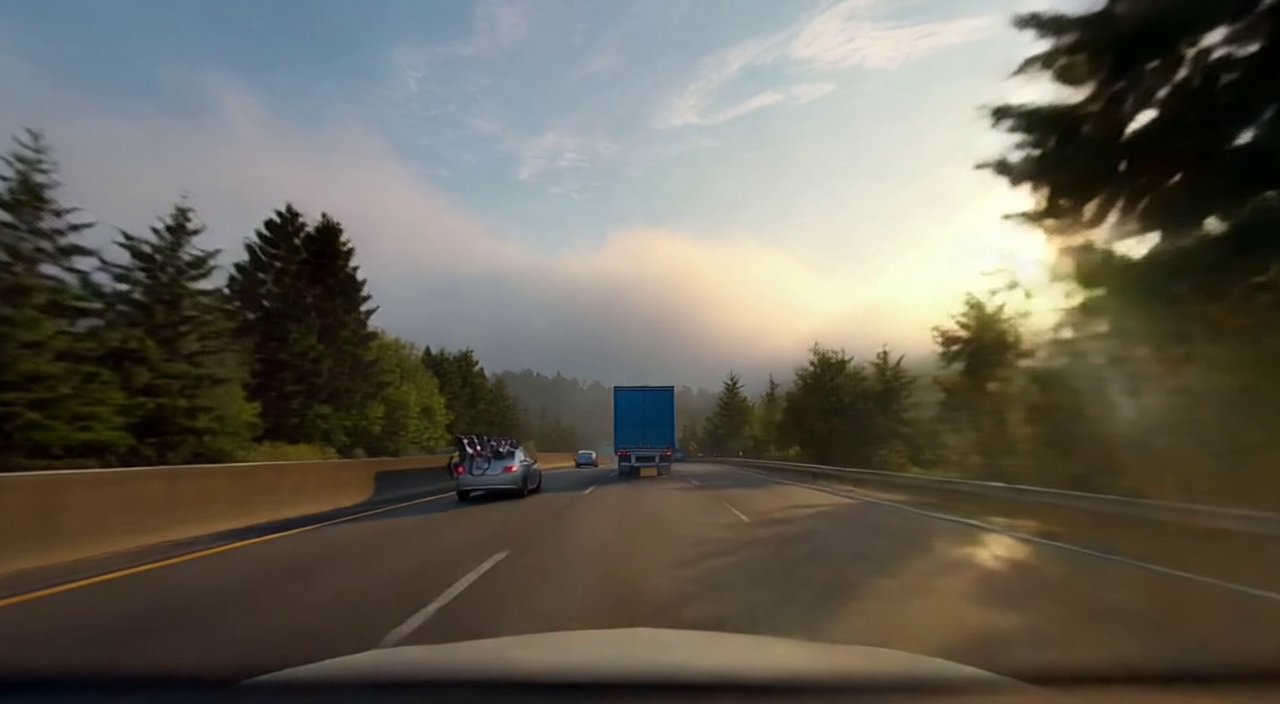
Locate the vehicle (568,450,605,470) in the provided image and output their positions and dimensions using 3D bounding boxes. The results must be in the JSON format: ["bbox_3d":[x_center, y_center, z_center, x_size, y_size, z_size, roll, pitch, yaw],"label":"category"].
[{"bbox_3d":[-3.760,7.760,45.387,2.133,1.358,4.870,0,-9,2],"label":"vehicle"}]

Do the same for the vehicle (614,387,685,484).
[{"bbox_3d":[0.471,4.022,29.634,2.821,3.878,8.925,0,-9,1],"label":"vehicle"}]

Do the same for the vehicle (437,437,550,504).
[{"bbox_3d":[-3.943,3.292,17.943,2.018,1.632,4.722,0,-9,1],"label":"vehicle"}]
